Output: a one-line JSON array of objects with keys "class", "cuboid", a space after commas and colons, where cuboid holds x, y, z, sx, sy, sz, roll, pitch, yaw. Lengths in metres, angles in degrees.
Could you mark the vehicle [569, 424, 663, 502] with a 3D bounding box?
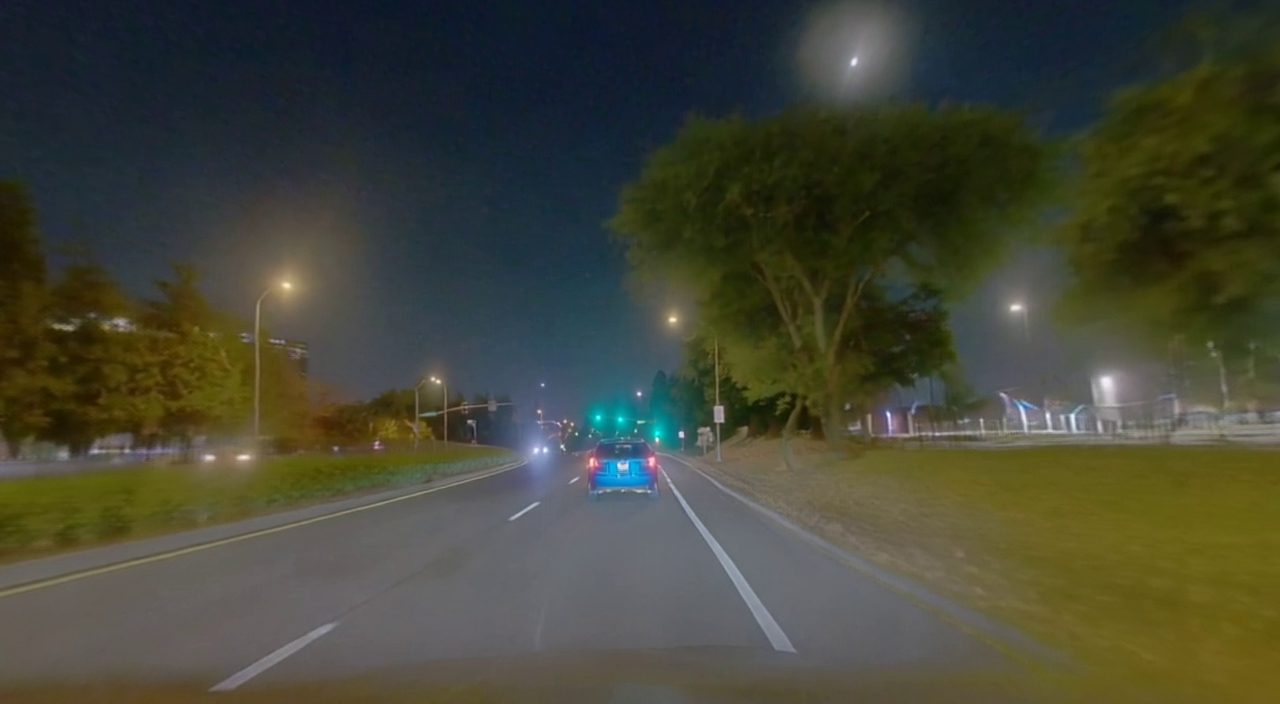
[{"class": "vehicle", "cuboid": [-0.578, 2.845, 16.548, 2.131, 1.761, 4.242, 0, -8, -1]}]
